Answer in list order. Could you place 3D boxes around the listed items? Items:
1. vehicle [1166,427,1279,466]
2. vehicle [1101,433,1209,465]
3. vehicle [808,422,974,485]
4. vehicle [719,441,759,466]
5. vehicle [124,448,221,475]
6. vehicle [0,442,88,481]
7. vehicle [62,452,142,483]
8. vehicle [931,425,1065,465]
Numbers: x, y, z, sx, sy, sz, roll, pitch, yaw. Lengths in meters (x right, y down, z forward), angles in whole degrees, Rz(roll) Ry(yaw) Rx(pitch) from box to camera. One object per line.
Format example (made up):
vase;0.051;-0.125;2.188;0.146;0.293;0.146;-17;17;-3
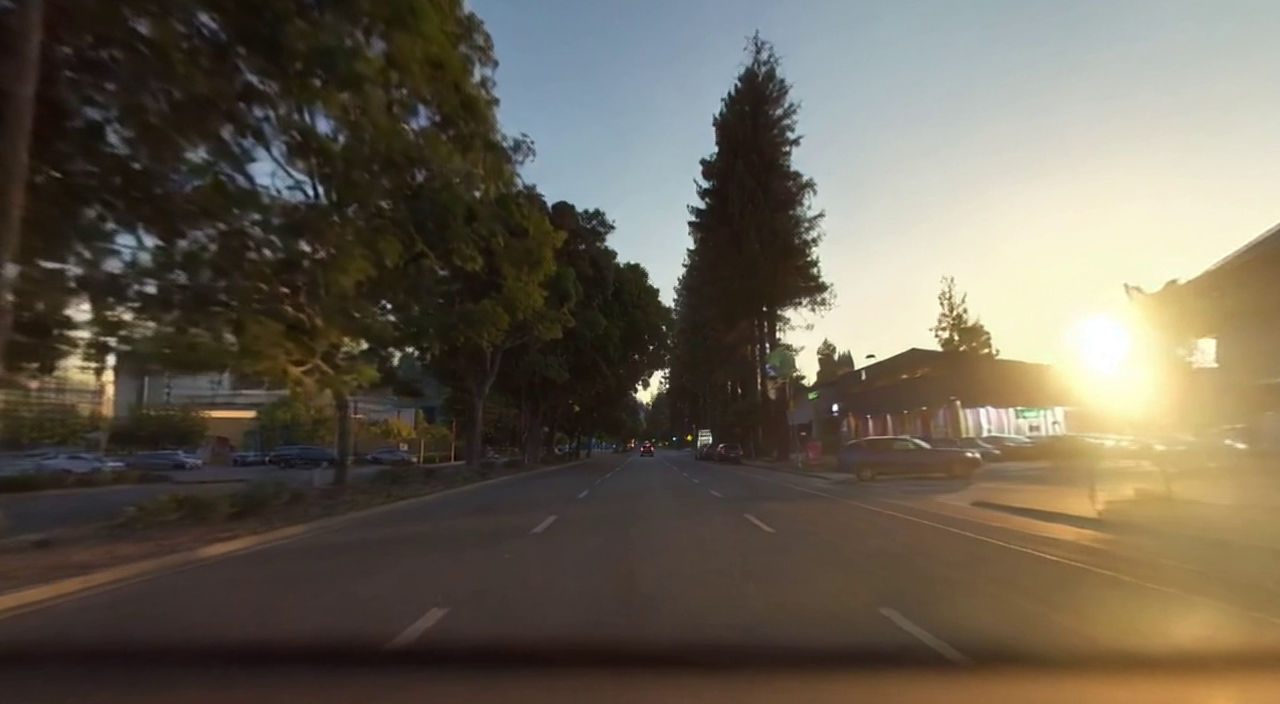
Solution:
vehicle;29.251;4.655;31.132;4.641;1.816;1.954;0;-8;2
vehicle;29.730;5.600;36.488;4.342;1.713;2.036;-1;-8;2
vehicle;9.116;3.733;23.363;5.329;2.114;2.325;-3;-9;18
vehicle;7.267;7.504;46.669;2.084;1.736;4.754;0;-8;-1
vehicle;-32.594;7.630;44.053;4.923;1.843;2.179;0;-8;0
vehicle;-32.963;5.818;33.574;4.895;1.947;2.182;0;-8;-1
vehicle;-38.744;8.311;45.549;1.904;2.047;4.395;0;-8;-2
vehicle;16.738;4.386;29.709;4.897;1.739;2.259;-1;-8;2
